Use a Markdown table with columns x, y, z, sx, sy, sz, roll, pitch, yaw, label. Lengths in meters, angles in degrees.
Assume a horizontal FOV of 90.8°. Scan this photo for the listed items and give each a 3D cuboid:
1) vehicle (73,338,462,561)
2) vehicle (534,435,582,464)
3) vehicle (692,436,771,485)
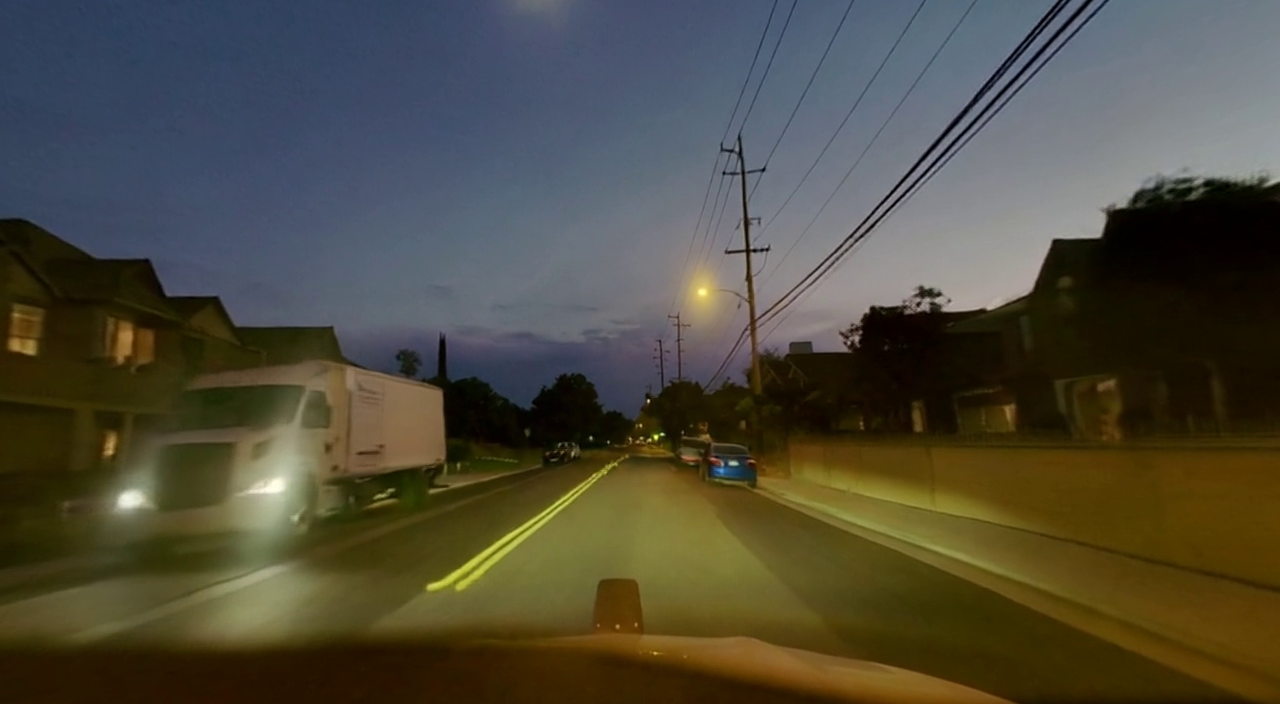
| x | y | z | sx | sy | sz | roll | pitch | yaw | label |
| --- | --- | --- | --- | --- | --- | --- | --- | --- | --- |
| -6.544 | 1.936 | 13.217 | 3.197 | 3.187 | 7.847 | -2 | -8 | 2 | vehicle |
| -5.893 | 7.124 | 46.319 | 2.427 | 1.998 | 5.239 | -1 | -8 | 4 | vehicle |
| 2.980 | 3.658 | 21.617 | 1.890 | 1.463 | 4.952 | 0 | -8 | -1 | vehicle |
